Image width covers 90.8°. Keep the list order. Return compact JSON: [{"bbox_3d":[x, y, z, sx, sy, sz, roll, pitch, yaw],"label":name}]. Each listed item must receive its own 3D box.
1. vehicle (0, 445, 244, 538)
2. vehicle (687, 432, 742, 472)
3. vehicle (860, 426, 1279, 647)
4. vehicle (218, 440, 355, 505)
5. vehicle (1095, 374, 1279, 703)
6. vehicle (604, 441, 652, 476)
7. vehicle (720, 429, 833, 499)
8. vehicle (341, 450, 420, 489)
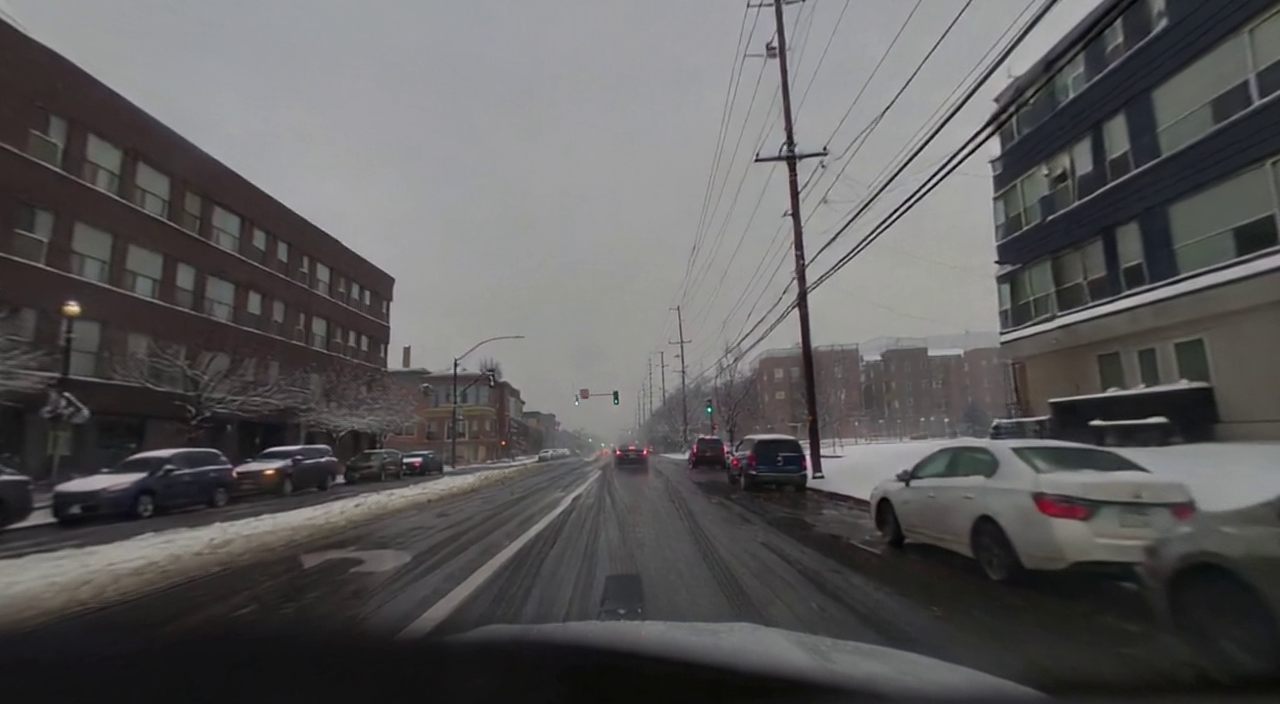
[{"bbox_3d":[-11.805,3.088,14.762,2.039,1.781,4.536,0,-8,1],"label":"vehicle"},{"bbox_3d":[3.892,5.343,33.942,2.248,1.945,5.011,0,-8,-1],"label":"vehicle"},{"bbox_3d":[4.067,1.578,6.575,1.956,1.489,4.441,0,-8,0],"label":"vehicle"},{"bbox_3d":[-11.788,4.001,21.562,1.997,1.918,4.736,0,-8,-1],"label":"vehicle"},{"bbox_3d":[3.962,0.738,1.503,1.973,1.660,5.031,0,-8,0],"label":"vehicle"},{"bbox_3d":[-0.484,4.756,28.521,2.019,1.453,4.129,0,-8,1],"label":"vehicle"},{"bbox_3d":[3.791,3.213,18.520,2.186,1.764,4.470,0,-8,-2],"label":"vehicle"},{"bbox_3d":[-11.864,5.375,29.177,2.004,1.526,3.807,-2,-8,1],"label":"vehicle"}]
